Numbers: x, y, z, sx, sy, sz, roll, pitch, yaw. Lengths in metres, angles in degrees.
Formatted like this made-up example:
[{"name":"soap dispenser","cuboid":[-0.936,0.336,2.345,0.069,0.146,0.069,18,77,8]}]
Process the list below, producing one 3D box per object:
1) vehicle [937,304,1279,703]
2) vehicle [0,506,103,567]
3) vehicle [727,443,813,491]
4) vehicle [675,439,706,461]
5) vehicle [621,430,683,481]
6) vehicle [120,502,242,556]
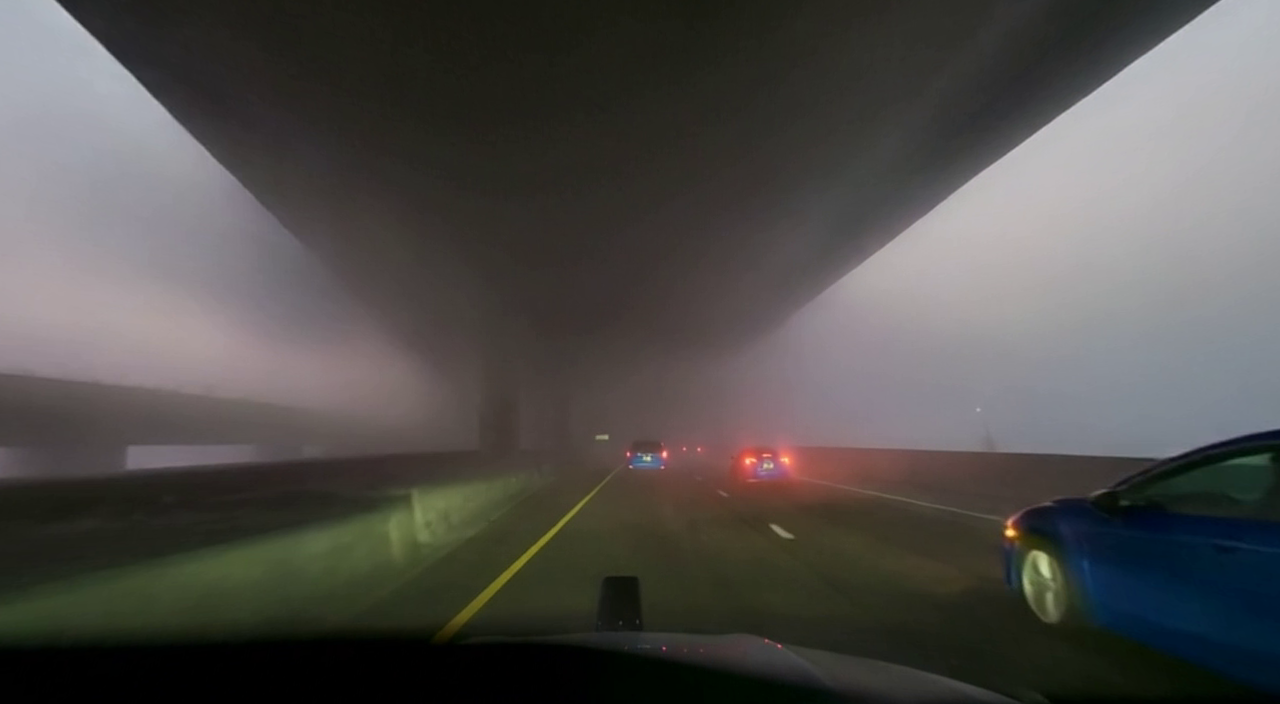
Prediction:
[{"name":"vehicle","cuboid":[4.106,0.861,3.215,2.404,2.014,5.655,0,-9,0]},{"name":"vehicle","cuboid":[-22.921,6.785,23.376,1.920,1.675,4.655,1,-9,-3]},{"name":"vehicle","cuboid":[4.385,3.940,21.959,2.047,1.500,4.017,1,-9,-2]},{"name":"vehicle","cuboid":[3.947,7.733,49.760,2.047,1.700,4.069,0,-9,-1]},{"name":"vehicle","cuboid":[0.458,4.162,25.493,2.264,1.841,4.583,0,-9,0]},{"name":"vehicle","cuboid":[-19.132,7.356,26.518,1.939,1.689,4.298,1,-9,-1]}]
